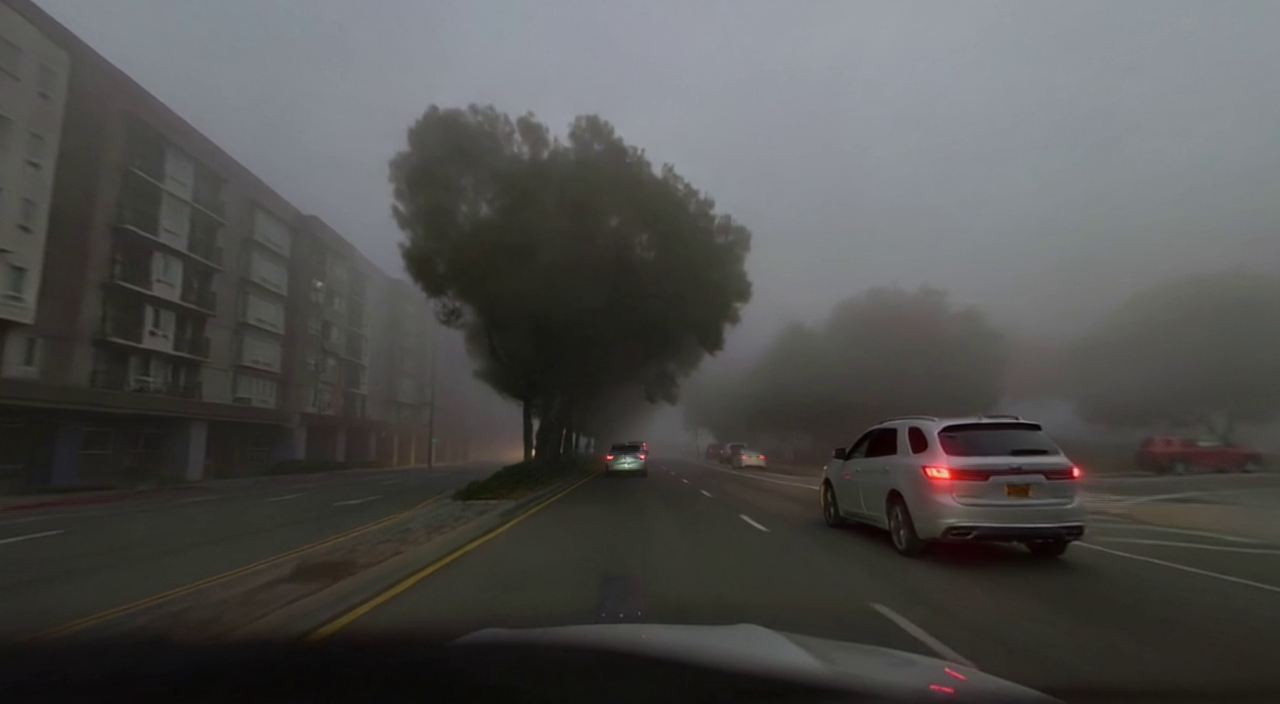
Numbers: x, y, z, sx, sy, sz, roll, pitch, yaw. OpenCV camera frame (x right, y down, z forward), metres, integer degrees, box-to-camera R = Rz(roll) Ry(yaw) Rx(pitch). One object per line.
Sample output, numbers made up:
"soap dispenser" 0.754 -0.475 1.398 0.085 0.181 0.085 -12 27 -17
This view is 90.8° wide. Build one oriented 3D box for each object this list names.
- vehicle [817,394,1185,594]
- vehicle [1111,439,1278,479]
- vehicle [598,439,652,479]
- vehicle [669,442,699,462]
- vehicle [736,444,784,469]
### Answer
"vehicle" 3.720 1.532 7.571 1.949 1.723 4.020 0 -9 -1
"vehicle" 22.142 4.271 25.388 4.692 1.499 2.117 0 -9 -1
"vehicle" -0.540 4.276 25.426 2.006 1.487 3.535 0 -9 1
"vehicle" 3.395 7.832 49.545 1.910 1.474 4.003 0 -9 -2
"vehicle" 7.528 6.588 40.068 1.962 1.484 4.644 0 -9 -2
